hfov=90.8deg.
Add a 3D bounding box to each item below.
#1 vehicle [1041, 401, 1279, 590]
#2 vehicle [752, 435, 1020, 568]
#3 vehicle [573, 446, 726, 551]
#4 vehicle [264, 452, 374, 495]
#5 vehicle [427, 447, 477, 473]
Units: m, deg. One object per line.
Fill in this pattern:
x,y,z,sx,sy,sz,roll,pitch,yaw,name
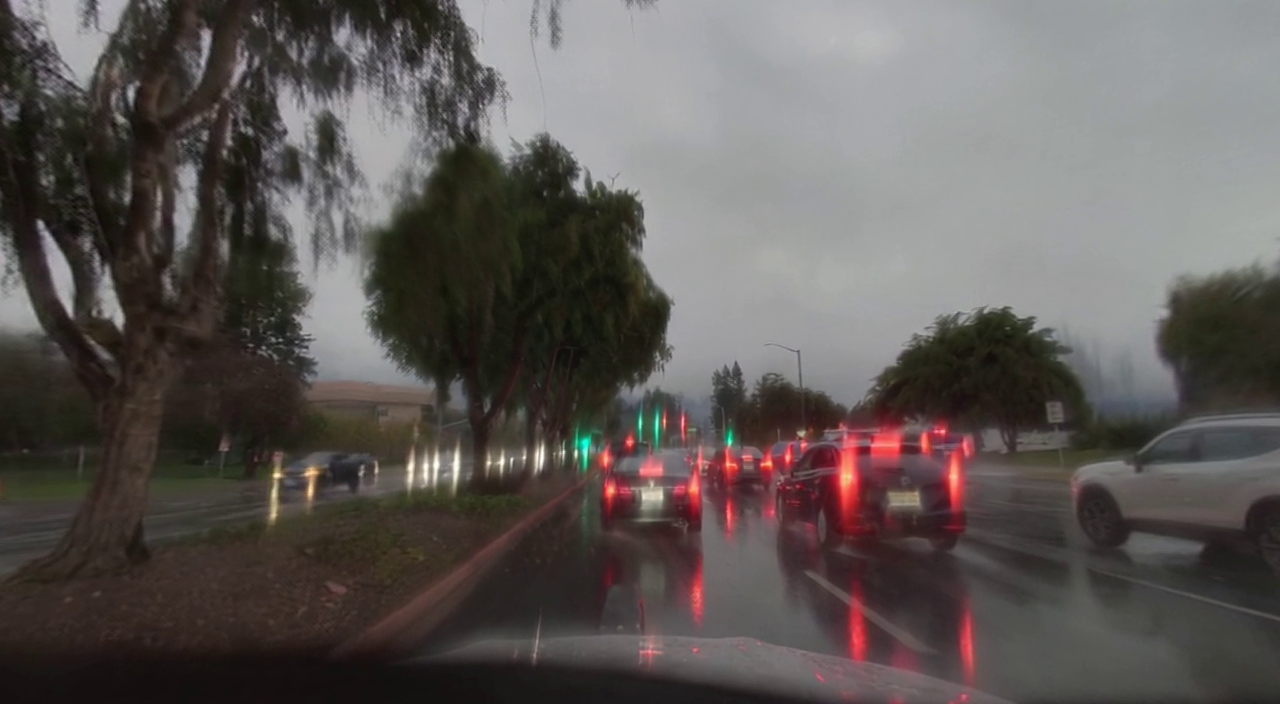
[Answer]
6.924,1.507,7.024,1.987,1.730,4.373,0,-9,-1,vehicle
3.175,2.033,9.531,1.970,1.445,4.974,0,-9,-1,vehicle
0.090,2.228,10.357,1.990,1.347,4.067,0,-9,-1,vehicle
-12.308,4.658,24.604,1.943,1.467,4.442,0,-9,0,vehicle
-12.464,7.147,42.111,1.963,1.649,4.290,0,-9,0,vehicle
